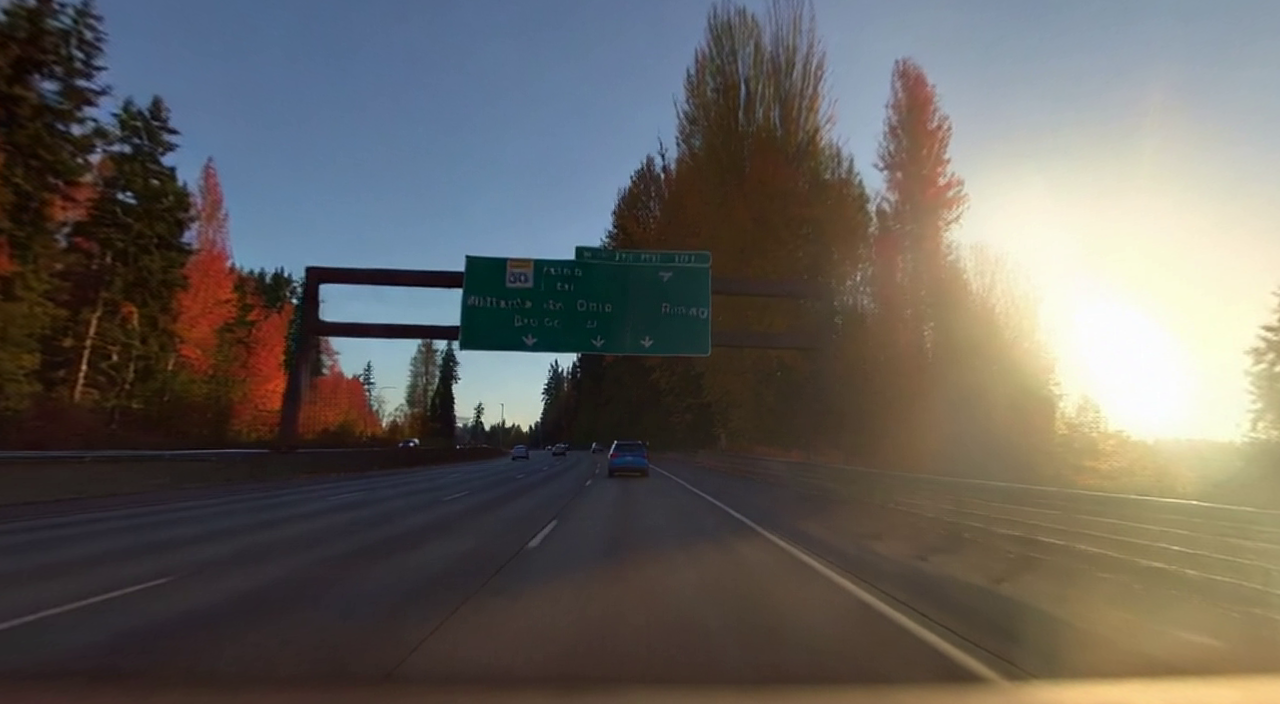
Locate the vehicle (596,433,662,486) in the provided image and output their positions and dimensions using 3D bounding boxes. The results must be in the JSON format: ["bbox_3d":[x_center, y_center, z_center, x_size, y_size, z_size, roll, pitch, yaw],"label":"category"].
[{"bbox_3d":[-0.444,3.796,22.560,2.120,1.706,4.226,1,-8,-3],"label":"vehicle"}]
